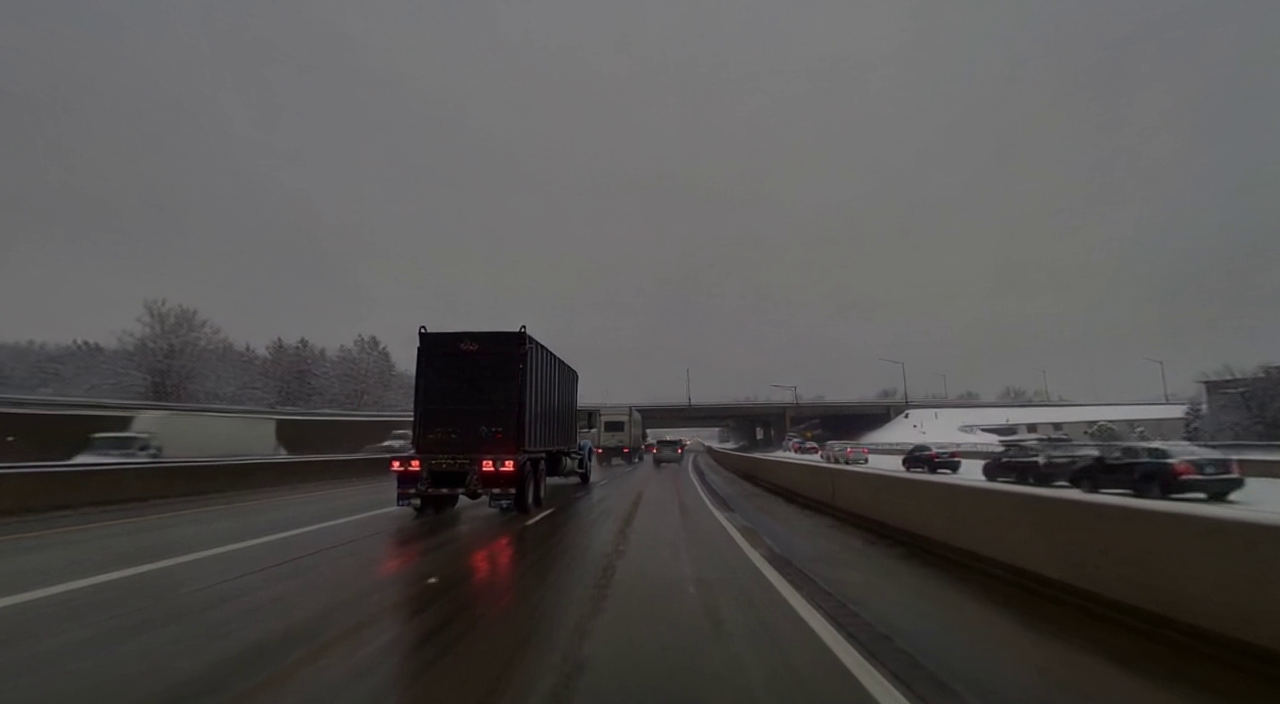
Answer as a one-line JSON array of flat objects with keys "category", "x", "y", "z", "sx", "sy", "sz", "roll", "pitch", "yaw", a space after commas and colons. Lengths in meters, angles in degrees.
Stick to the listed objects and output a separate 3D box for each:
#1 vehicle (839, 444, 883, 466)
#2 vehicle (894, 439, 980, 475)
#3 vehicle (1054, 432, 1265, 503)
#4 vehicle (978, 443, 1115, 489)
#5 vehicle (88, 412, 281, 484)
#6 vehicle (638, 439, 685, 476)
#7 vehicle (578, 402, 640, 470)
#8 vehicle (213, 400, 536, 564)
[{"category": "vehicle", "x": 16.064, "y": 7.509, "z": 46.015, "sx": 1.859, "sy": 1.452, "sz": 4.749, "roll": -1, "pitch": -9, "yaw": 4}, {"category": "vehicle", "x": 14.901, "y": 5.292, "z": 31.972, "sx": 2.237, "sy": 1.656, "sz": 4.676, "roll": 0, "pitch": -9, "yaw": 2}, {"category": "vehicle", "x": 14.071, "y": 3.148, "z": 17.569, "sx": 2.022, "sy": 1.675, "sz": 4.792, "roll": -1, "pitch": -9, "yaw": 4}, {"category": "vehicle", "x": 14.390, "y": 4.049, "z": 22.738, "sx": 1.872, "sy": 1.454, "sz": 4.908, "roll": 0, "pitch": -9, "yaw": 3}, {"category": "vehicle", "x": -18.742, "y": 4.056, "z": 26.632, "sx": 2.693, "sy": 2.620, "sz": 6.899, "roll": 0, "pitch": -9, "yaw": 3}, {"category": "vehicle", "x": 1.109, "y": 5.167, "z": 31.029, "sx": 2.178, "sy": 1.640, "sz": 4.071, "roll": -1, "pitch": -9, "yaw": 4}, {"category": "vehicle", "x": -1.795, "y": 5.578, "z": 41.222, "sx": 3.073, "sy": 3.894, "sz": 9.782, "roll": -1, "pitch": -9, "yaw": 3}, {"category": "vehicle", "x": -3.304, "y": 1.714, "z": 8.893, "sx": 2.896, "sy": 1.779, "sz": 3.441, "roll": 1, "pitch": -9, "yaw": 2}]
